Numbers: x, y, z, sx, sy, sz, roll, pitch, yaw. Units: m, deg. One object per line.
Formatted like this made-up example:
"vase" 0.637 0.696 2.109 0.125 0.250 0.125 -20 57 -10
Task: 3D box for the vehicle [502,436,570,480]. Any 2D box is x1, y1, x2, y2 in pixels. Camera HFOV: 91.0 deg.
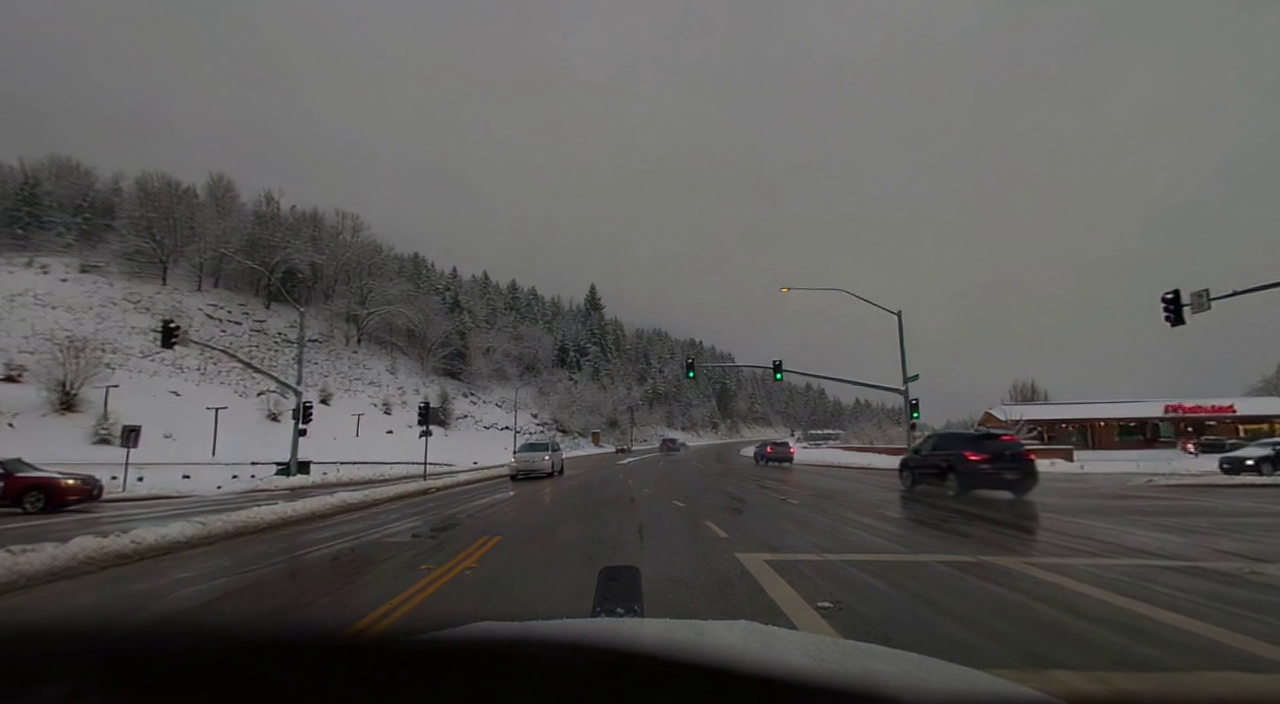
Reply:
"vehicle" -4.711 4.890 29.272 2.238 1.883 4.503 0 -9 2

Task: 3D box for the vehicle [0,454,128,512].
"vehicle" -19.790 4.210 20.476 4.440 1.748 2.033 0 -8 1

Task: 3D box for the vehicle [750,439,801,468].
"vehicle" 9.147 6.898 42.866 2.273 1.839 4.218 1 -9 -4

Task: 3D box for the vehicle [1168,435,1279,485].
"vehicle" 25.029 4.457 26.064 4.546 1.944 2.051 1 -9 -5

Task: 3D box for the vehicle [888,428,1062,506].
"vehicle" 9.273 3.222 18.096 2.114 1.898 4.996 0 -9 -2
